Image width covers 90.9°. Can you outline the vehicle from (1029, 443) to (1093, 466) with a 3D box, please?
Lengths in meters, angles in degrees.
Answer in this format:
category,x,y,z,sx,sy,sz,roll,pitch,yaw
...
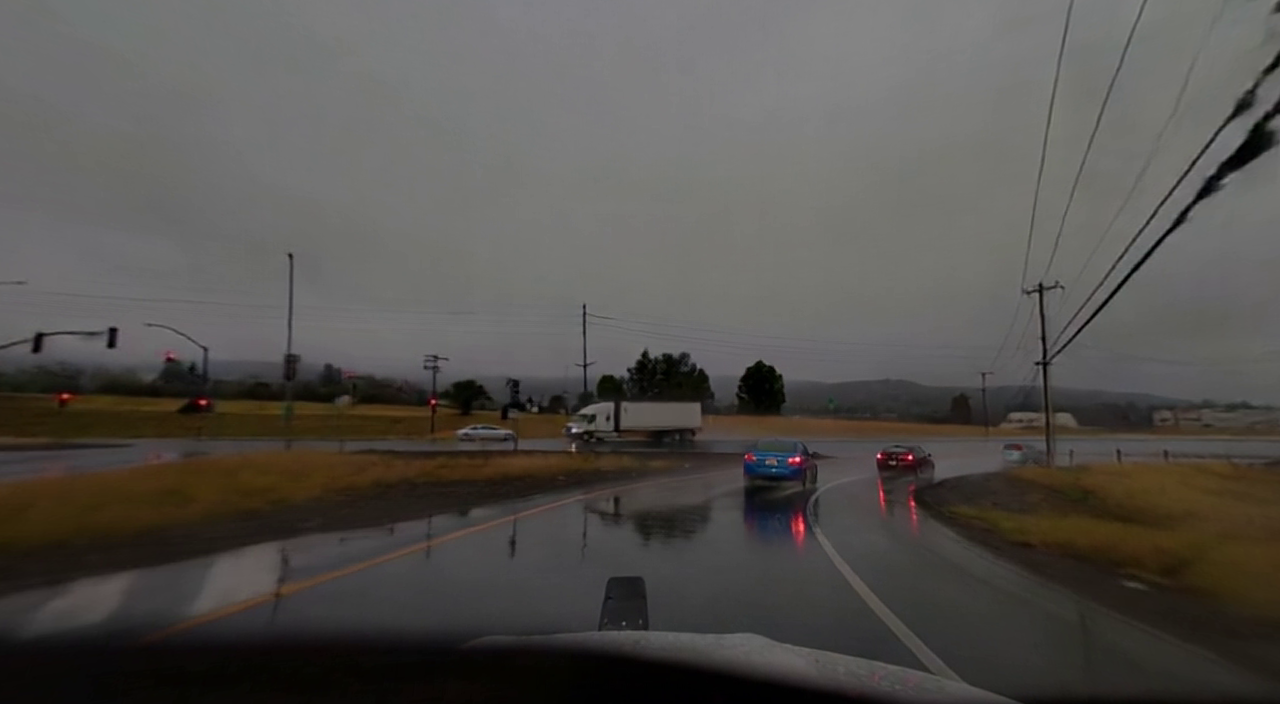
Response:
category,x,y,z,sx,sy,sz,roll,pitch,yaw
vehicle,31.010,7.524,46.416,4.102,1.552,1.931,4,-9,-25

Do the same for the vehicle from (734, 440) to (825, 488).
category,x,y,z,sx,sy,sz,roll,pitch,yaw
vehicle,4.782,3.670,21.075,2.026,1.407,4.374,-4,-9,25

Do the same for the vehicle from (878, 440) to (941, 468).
category,x,y,z,sx,sy,sz,roll,pitch,yaw
vehicle,15.656,5.879,36.551,1.836,1.465,4.307,-8,-11,43
